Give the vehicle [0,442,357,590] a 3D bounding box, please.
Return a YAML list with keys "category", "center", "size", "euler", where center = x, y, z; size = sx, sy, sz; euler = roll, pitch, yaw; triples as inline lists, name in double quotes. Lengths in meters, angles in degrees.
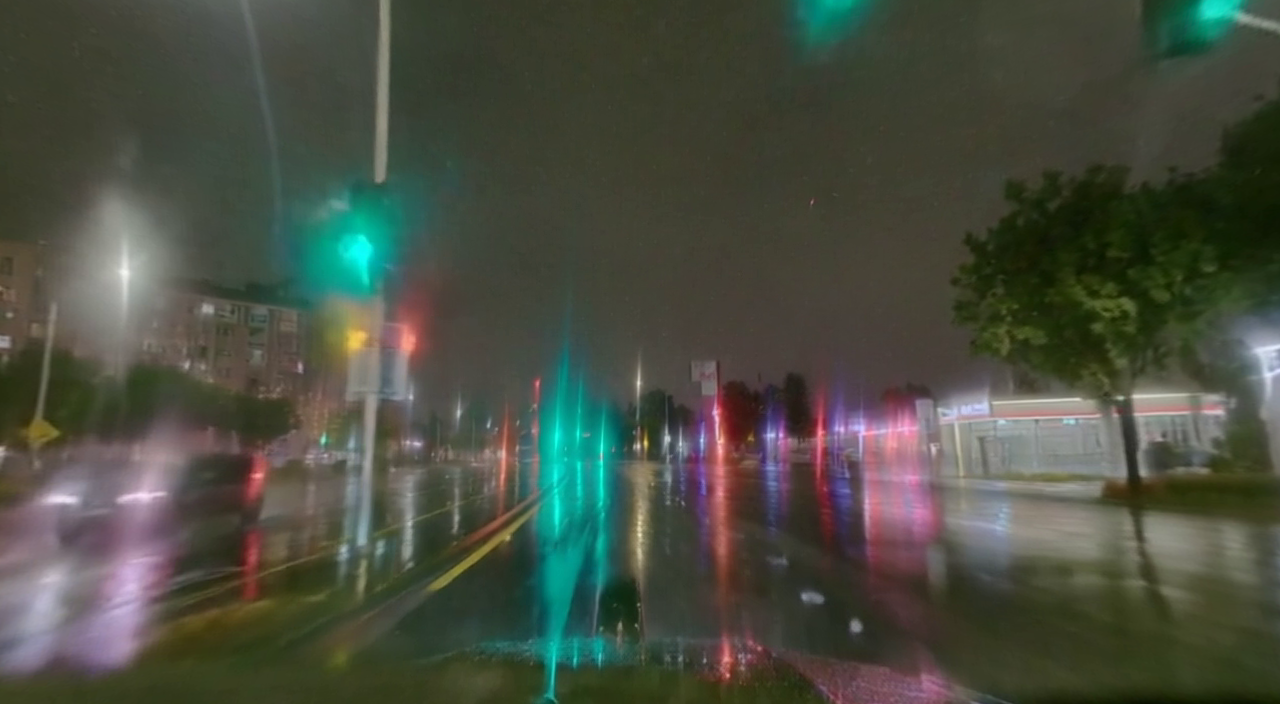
- category: "vehicle"
  center: [-5.707, 1.983, 8.676]
  size: [1.894, 1.474, 4.332]
  euler: [0, -8, -4]
